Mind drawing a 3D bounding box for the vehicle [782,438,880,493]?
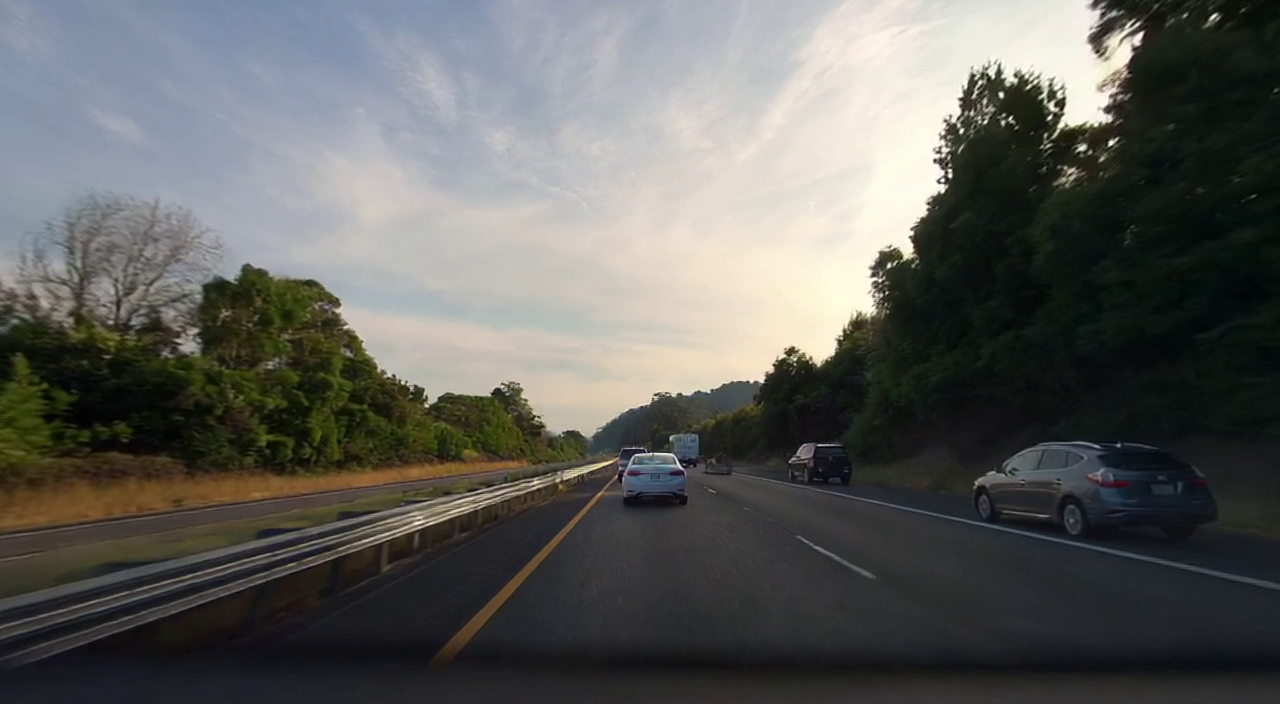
[{"bbox_3d":[6.534,3.937,22.067,1.980,1.702,4.235,0,-9,-2],"label":"vehicle"}]

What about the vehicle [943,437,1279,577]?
[{"bbox_3d":[6.316,2.003,8.920,1.965,1.484,4.090,0,-9,0],"label":"vehicle"}]

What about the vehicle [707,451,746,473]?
[{"bbox_3d":[6.112,7.779,44.791,1.921,1.451,3.841,0,-9,-5],"label":"vehicle"}]

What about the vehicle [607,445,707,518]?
[{"bbox_3d":[0.324,3.003,15.064,2.076,1.485,3.774,0,-9,-1],"label":"vehicle"}]
